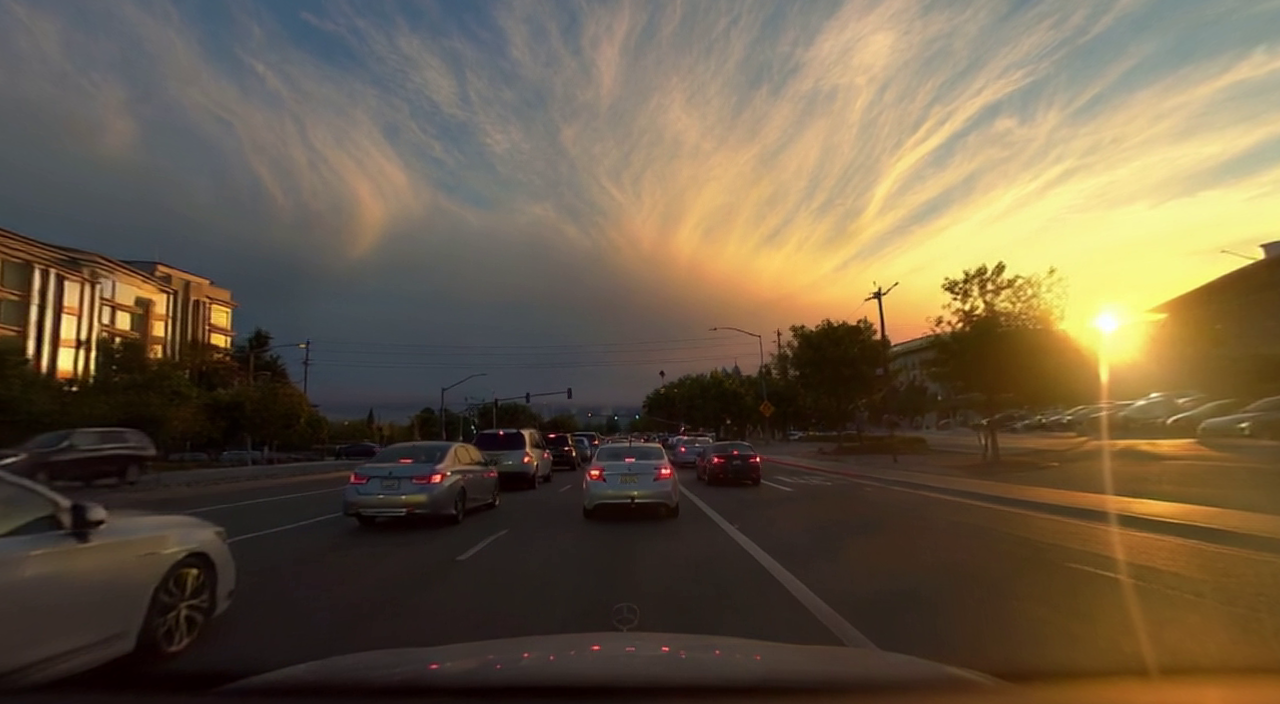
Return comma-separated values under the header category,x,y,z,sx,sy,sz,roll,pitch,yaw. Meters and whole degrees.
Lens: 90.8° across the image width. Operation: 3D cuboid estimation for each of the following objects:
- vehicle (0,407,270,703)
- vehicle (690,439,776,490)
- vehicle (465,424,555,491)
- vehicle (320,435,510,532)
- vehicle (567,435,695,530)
category,x,y,z,sx,sy,sz,roll,pitch,yaw
vehicle,-3.711,0.934,2.351,2.052,1.475,4.341,0,-8,0
vehicle,2.878,3.591,20.568,1.978,1.452,4.381,0,-8,-3
vehicle,-3.991,3.341,20.244,2.054,1.881,4.469,0,-8,-2
vehicle,-3.860,2.323,11.755,1.985,1.467,4.224,0,-9,0
vehicle,-0.186,2.345,11.993,2.007,1.467,4.059,0,-8,-1
